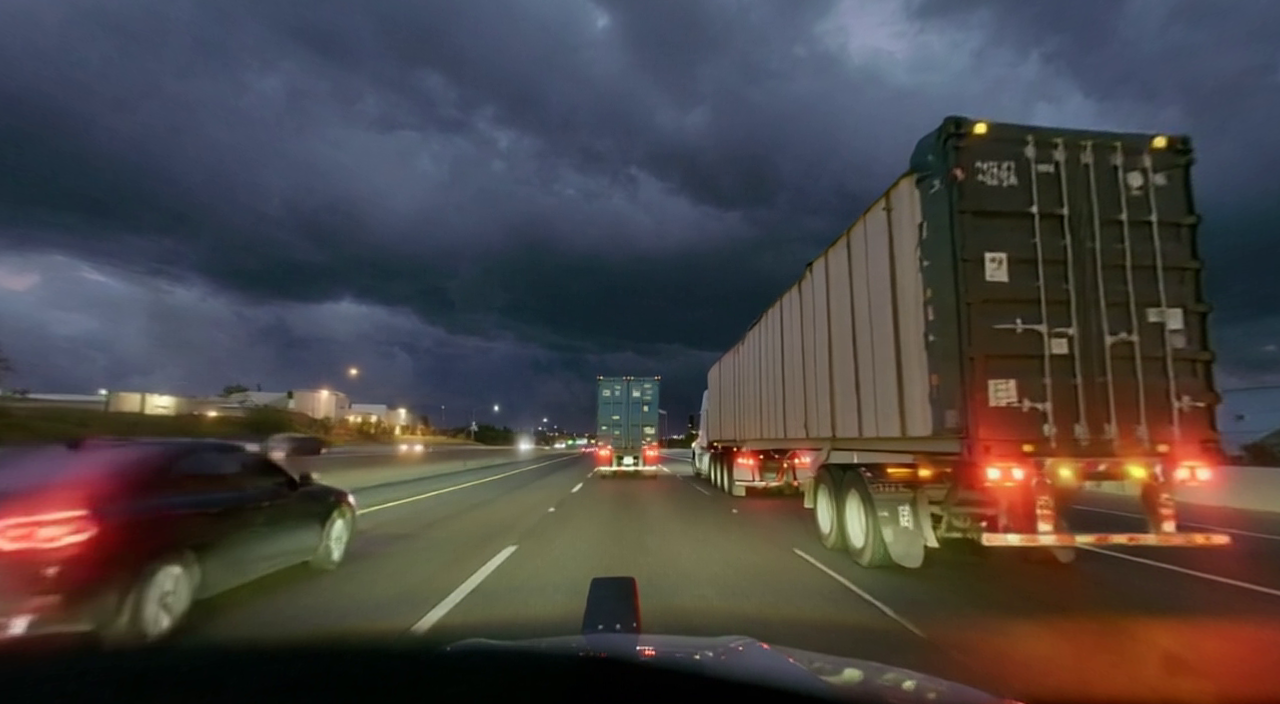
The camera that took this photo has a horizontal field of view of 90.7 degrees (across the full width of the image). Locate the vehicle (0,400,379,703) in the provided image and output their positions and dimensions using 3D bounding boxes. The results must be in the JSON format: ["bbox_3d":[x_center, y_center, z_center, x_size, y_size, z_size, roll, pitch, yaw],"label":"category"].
[{"bbox_3d":[-3.907,1.251,4.742,1.994,1.471,4.591,0,-9,-1],"label":"vehicle"}]

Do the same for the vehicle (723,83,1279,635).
[{"bbox_3d":[3.780,0.859,10.938,2.803,4.072,12.744,0,-9,-1],"label":"vehicle"}]

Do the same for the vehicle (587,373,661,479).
[{"bbox_3d":[-0.512,3.719,30.356,2.841,4.071,12.046,-1,-9,1],"label":"vehicle"}]
